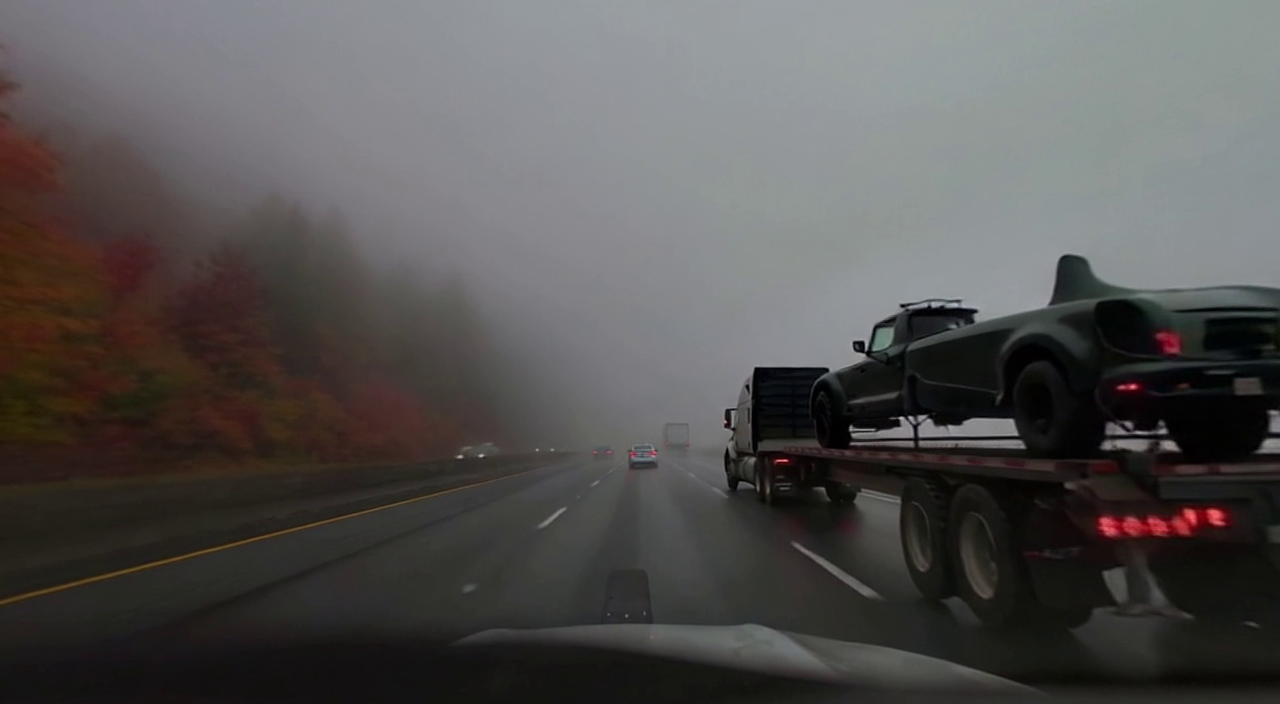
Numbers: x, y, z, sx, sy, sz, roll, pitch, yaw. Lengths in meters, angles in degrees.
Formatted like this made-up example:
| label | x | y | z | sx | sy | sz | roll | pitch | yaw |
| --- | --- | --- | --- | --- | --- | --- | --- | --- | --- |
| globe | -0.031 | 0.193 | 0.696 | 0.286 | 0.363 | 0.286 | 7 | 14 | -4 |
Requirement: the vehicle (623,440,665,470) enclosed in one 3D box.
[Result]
| label | x | y | z | sx | sy | sz | roll | pitch | yaw |
| --- | --- | --- | --- | --- | --- | --- | --- | --- | --- |
| vehicle | 0.231 | 5.584 | 34.256 | 2.152 | 1.484 | 4.211 | 0 | -8 | 1 |

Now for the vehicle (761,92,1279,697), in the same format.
| label | x | y | z | sx | sy | sz | roll | pitch | yaw |
| --- | --- | --- | --- | --- | --- | --- | --- | --- | --- |
| vehicle | 4.778 | 1.064 | 9.848 | 3.150 | 3.257 | 13.098 | 0 | -8 | 0 |

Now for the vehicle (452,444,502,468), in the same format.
| label | x | y | z | sx | sy | sz | roll | pitch | yaw |
| --- | --- | --- | --- | --- | --- | --- | --- | --- | --- |
| vehicle | -10.408 | 6.664 | 40.546 | 1.934 | 1.497 | 4.356 | 0 | -8 | 1 |
